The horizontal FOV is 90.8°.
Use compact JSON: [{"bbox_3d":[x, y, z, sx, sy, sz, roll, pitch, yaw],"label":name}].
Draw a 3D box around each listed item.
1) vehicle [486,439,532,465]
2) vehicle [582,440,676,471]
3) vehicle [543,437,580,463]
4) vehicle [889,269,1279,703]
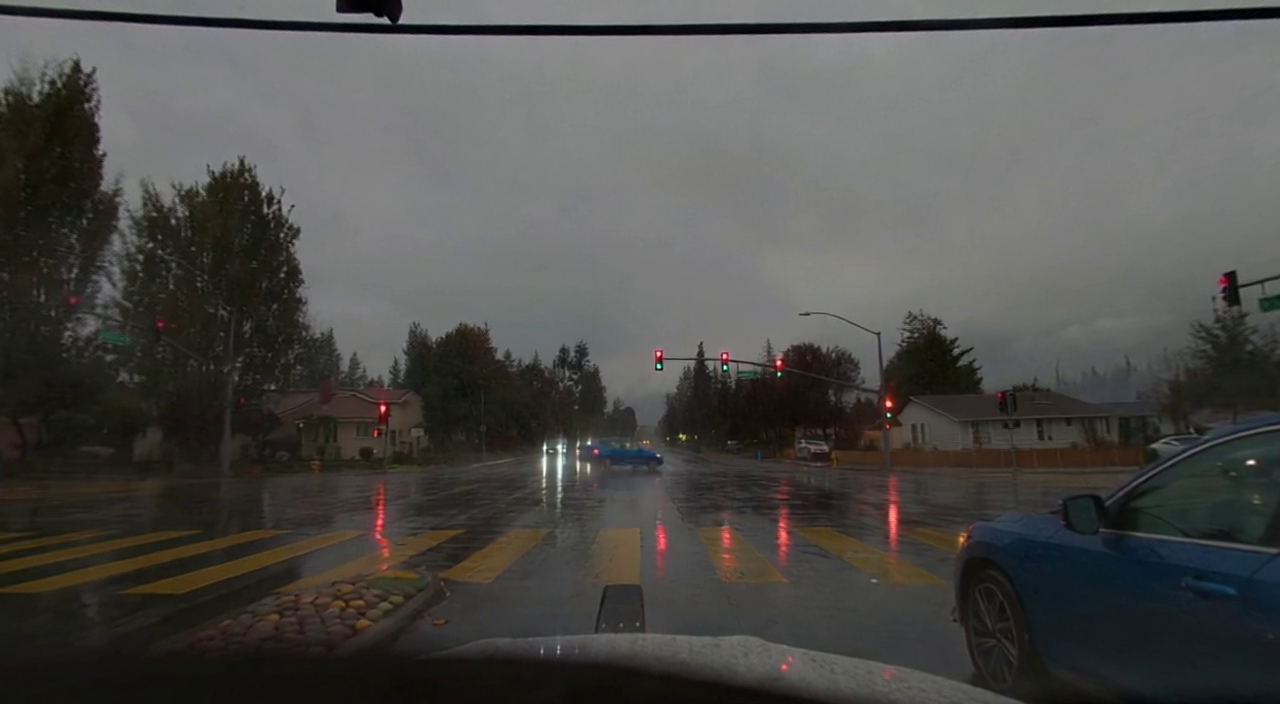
[{"bbox_3d":[-8.951,6.861,43.622,2.028,1.654,5.027,0,-9,1],"label":"vehicle"},{"bbox_3d":[-0.512,5.468,33.647,2.104,1.518,4.999,-8,-12,43],"label":"vehicle"},{"bbox_3d":[-5.531,6.980,44.985,2.091,1.707,4.157,0,-9,0],"label":"vehicle"},{"bbox_3d":[2.705,0.706,1.712,2.085,1.800,4.908,0,-9,1],"label":"vehicle"}]
